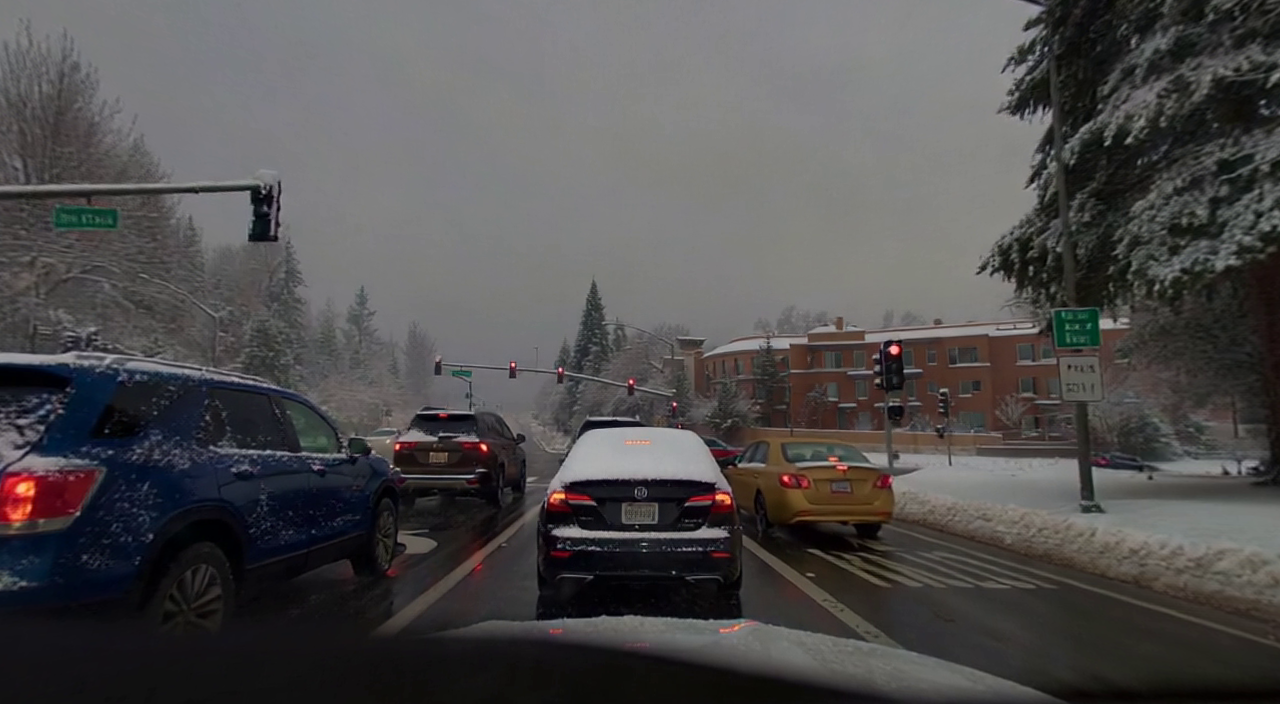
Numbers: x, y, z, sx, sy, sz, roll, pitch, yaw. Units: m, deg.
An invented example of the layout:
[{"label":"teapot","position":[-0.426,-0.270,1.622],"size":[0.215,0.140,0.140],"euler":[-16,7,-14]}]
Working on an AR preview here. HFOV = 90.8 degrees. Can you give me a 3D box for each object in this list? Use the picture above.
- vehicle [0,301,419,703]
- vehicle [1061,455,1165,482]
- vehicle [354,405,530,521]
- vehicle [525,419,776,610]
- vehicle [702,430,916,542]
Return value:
[{"label":"vehicle","position":[-3.143,1.010,4.143],"size":[1.924,1.737,4.387],"euler":[0,-9,-2]},{"label":"vehicle","position":[29.026,7.157,38.873],"size":[4.737,1.572,2.026],"euler":[0,-8,0]},{"label":"vehicle","position":[-3.878,2.317,13.706],"size":[2.305,1.984,5.586],"euler":[0,-8,-3]},{"label":"vehicle","position":[-0.056,1.621,7.317],"size":[2.001,1.483,4.442],"euler":[0,-9,-4]},{"label":"vehicle","position":[2.616,2.222,11.261],"size":[2.100,1.524,4.746],"euler":[1,-9,-6]}]
